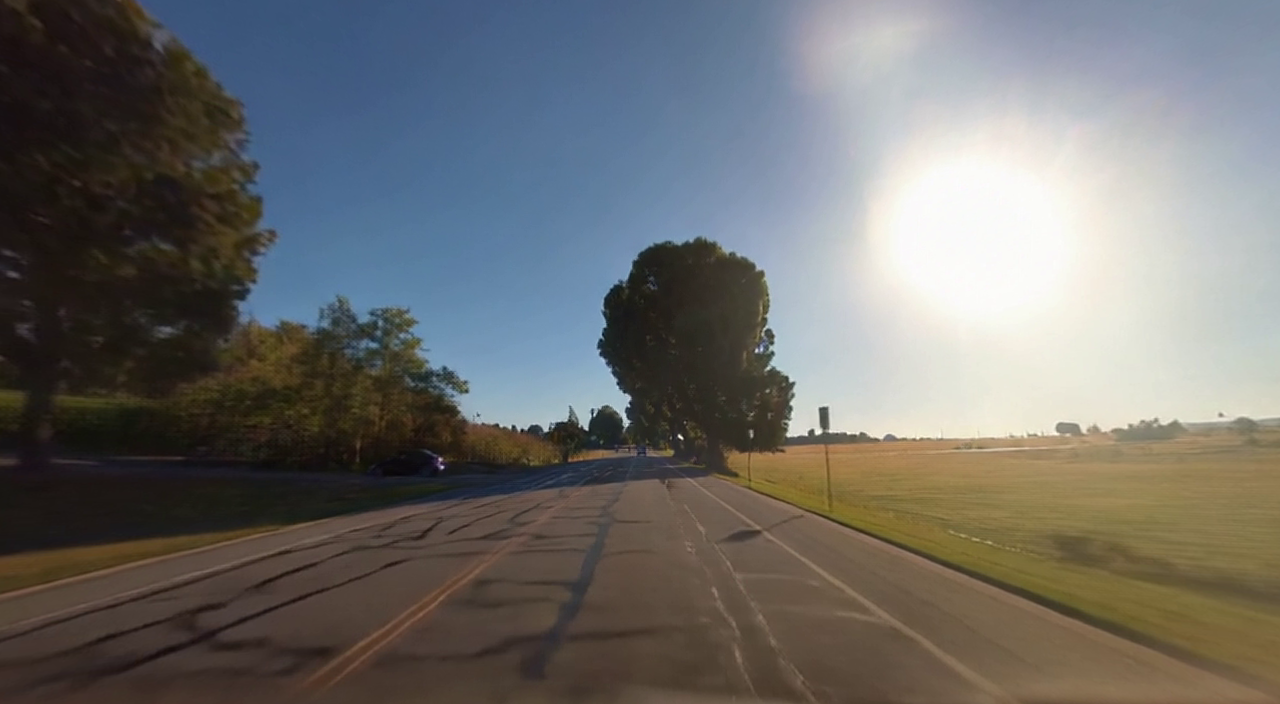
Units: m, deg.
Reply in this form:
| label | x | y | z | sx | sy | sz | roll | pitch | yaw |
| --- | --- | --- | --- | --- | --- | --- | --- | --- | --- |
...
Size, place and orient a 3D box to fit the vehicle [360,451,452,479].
| label | x | y | z | sx | sy | sz | roll | pitch | yaw |
| --- | --- | --- | --- | --- | --- | --- | --- | --- | --- |
| vehicle | -12.670 | 6.124 | 34.282 | 4.266 | 1.425 | 1.759 | 1 | -8 | -2 |
